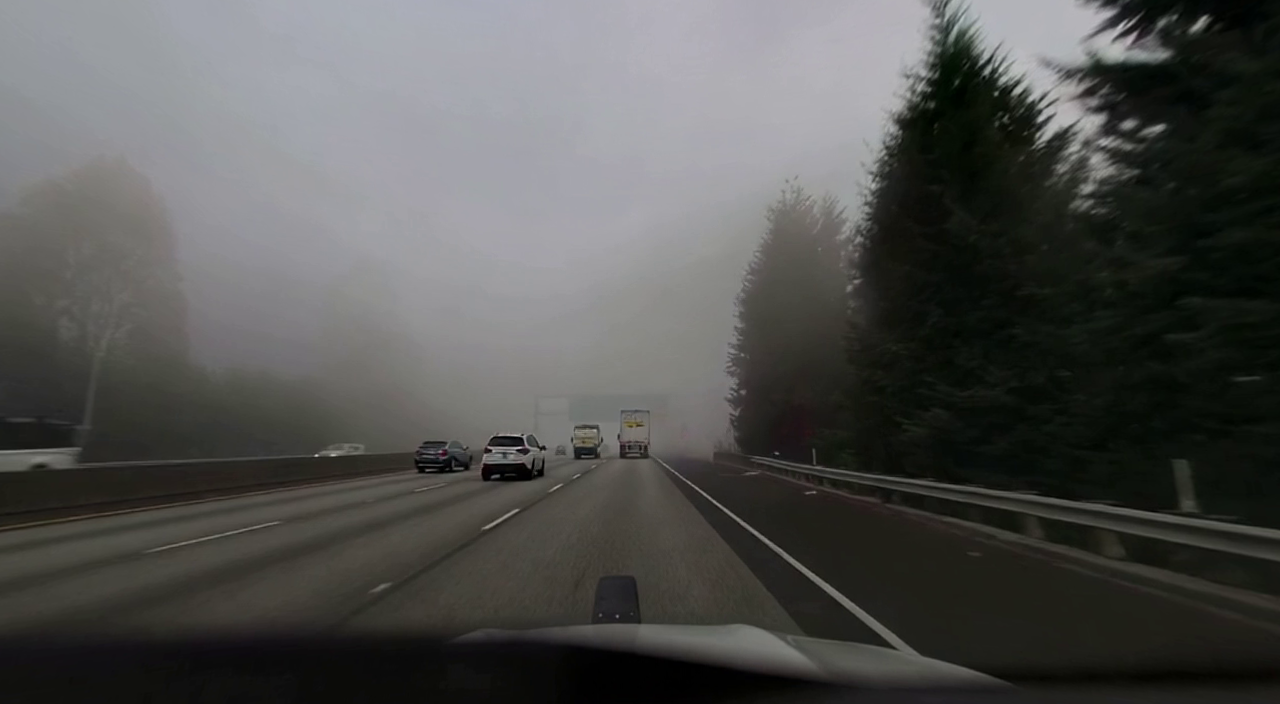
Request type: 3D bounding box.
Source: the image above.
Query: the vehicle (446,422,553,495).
[{"bbox_3d":[-3.948,3.089,18.712,2.127,1.839,4.984,0,-8,-1],"label":"vehicle"}]

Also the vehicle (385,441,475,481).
[{"bbox_3d":[-7.874,4.110,24.085,1.946,1.365,4.420,0,-8,0],"label":"vehicle"}]
